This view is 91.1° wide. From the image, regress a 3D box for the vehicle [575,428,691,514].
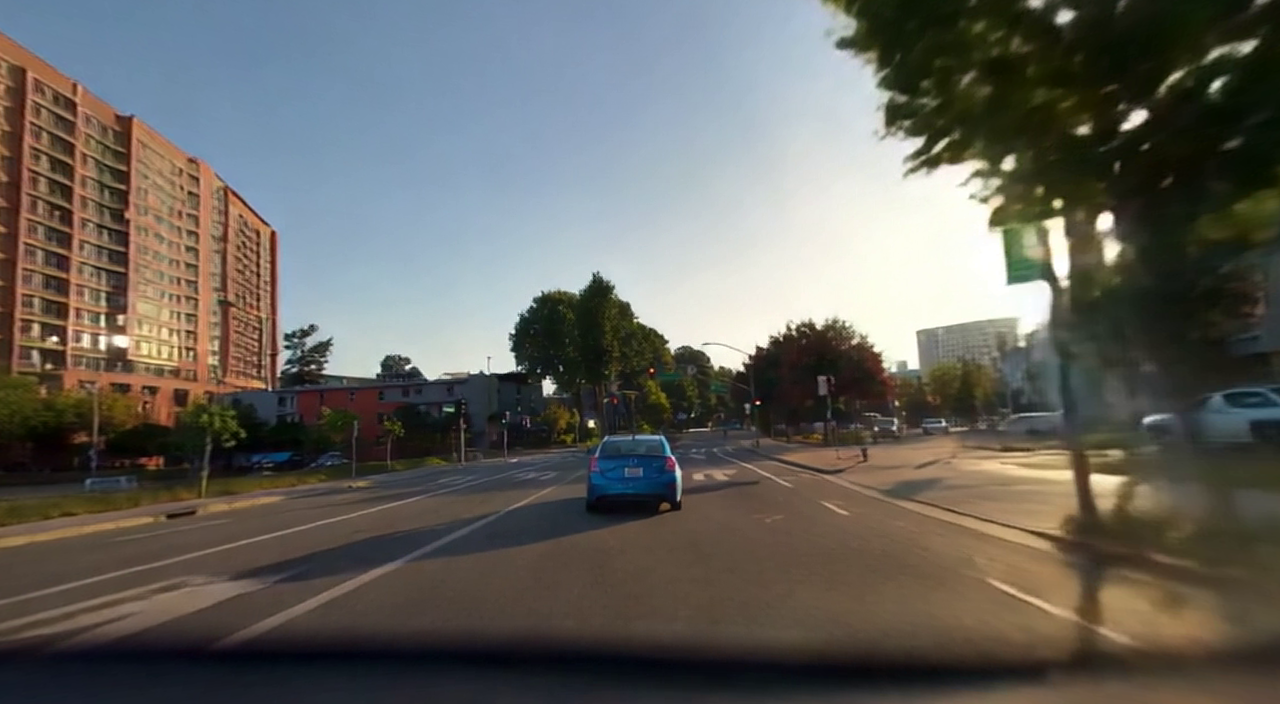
[{"bbox_3d":[-0.181,2.299,12.735,1.950,1.401,4.159,0,-8,-2],"label":"vehicle"}]
